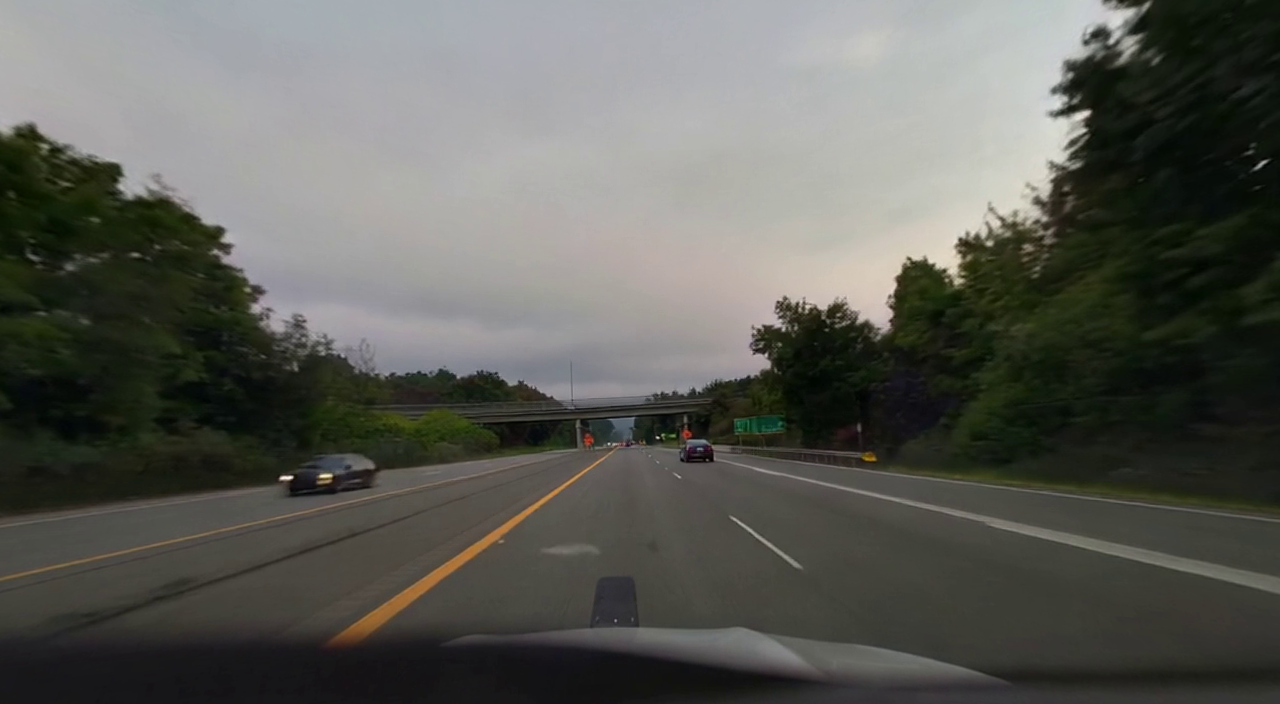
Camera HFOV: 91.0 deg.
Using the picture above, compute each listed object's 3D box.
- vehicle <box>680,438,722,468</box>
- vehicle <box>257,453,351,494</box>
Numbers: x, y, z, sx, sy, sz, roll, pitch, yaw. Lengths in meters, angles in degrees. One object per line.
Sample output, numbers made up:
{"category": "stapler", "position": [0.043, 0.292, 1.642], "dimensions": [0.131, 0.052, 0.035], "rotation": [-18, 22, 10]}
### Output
{"category": "vehicle", "position": [3.190, 5.369, 33.673], "dimensions": [1.781, 1.470, 3.540], "rotation": [0, -8, -2]}
{"category": "vehicle", "position": [-13.313, 4.802, 25.185], "dimensions": [1.742, 1.430, 3.733], "rotation": [0, -8, -1]}
